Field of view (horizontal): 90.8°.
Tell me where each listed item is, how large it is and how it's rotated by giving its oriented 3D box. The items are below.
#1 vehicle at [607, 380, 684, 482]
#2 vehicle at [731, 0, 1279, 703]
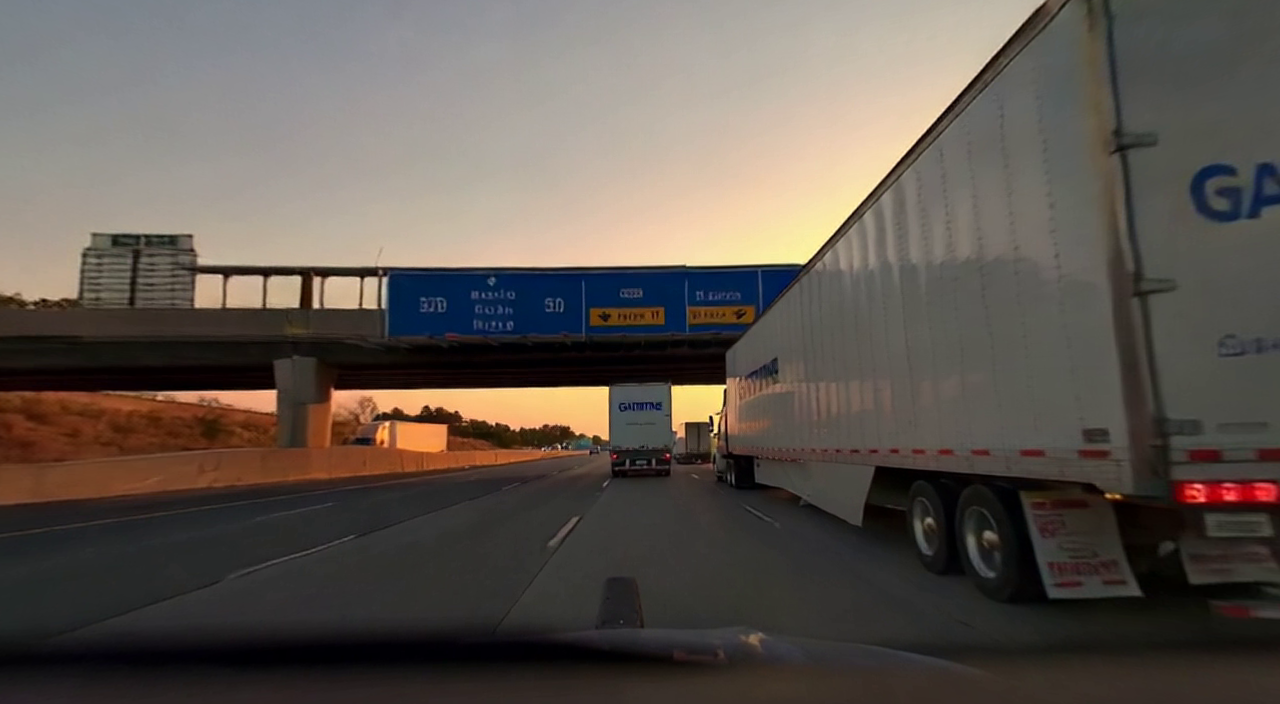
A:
[{"bbox_3d":[0.195,3.692,28.534,2.864,3.805,9.709,0,-9,0],"label":"vehicle"},{"bbox_3d":[4.162,0.782,10.311,3.044,4.128,14.482,0,-9,-1],"label":"vehicle"}]
